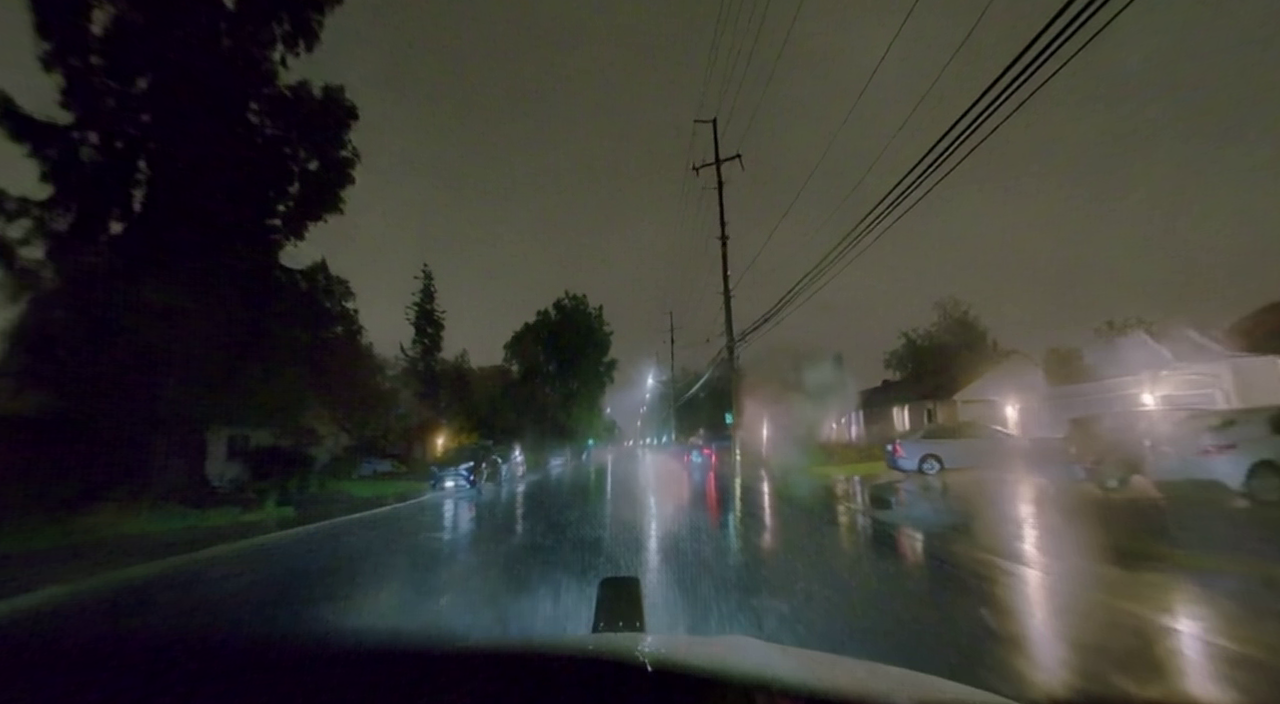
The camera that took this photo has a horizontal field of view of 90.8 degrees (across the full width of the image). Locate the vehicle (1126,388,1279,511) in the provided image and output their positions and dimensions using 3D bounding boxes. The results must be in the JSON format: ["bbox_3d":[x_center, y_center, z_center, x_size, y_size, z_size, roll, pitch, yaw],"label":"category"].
[{"bbox_3d":[11.116,1.535,10.125,4.782,1.748,2.106,-1,-9,2],"label":"vehicle"}]

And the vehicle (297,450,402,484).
[{"bbox_3d":[-16.083,6.390,35.174,4.706,1.681,2.389,-2,-8,5],"label":"vehicle"}]

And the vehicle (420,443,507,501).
[{"bbox_3d":[-6.206,4.206,22.655,2.035,1.736,3.955,-3,-8,-1],"label":"vehicle"}]

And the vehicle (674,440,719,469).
[{"bbox_3d":[3.442,6.312,39.296,2.247,1.618,4.655,1,-8,-1],"label":"vehicle"}]

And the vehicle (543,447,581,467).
[{"bbox_3d":[-6.043,8.206,49.281,2.199,1.439,4.757,0,-9,2],"label":"vehicle"}]

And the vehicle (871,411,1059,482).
[{"bbox_3d":[9.850,2.859,19.408,4.559,1.843,2.081,-2,-7,-4],"label":"vehicle"}]
